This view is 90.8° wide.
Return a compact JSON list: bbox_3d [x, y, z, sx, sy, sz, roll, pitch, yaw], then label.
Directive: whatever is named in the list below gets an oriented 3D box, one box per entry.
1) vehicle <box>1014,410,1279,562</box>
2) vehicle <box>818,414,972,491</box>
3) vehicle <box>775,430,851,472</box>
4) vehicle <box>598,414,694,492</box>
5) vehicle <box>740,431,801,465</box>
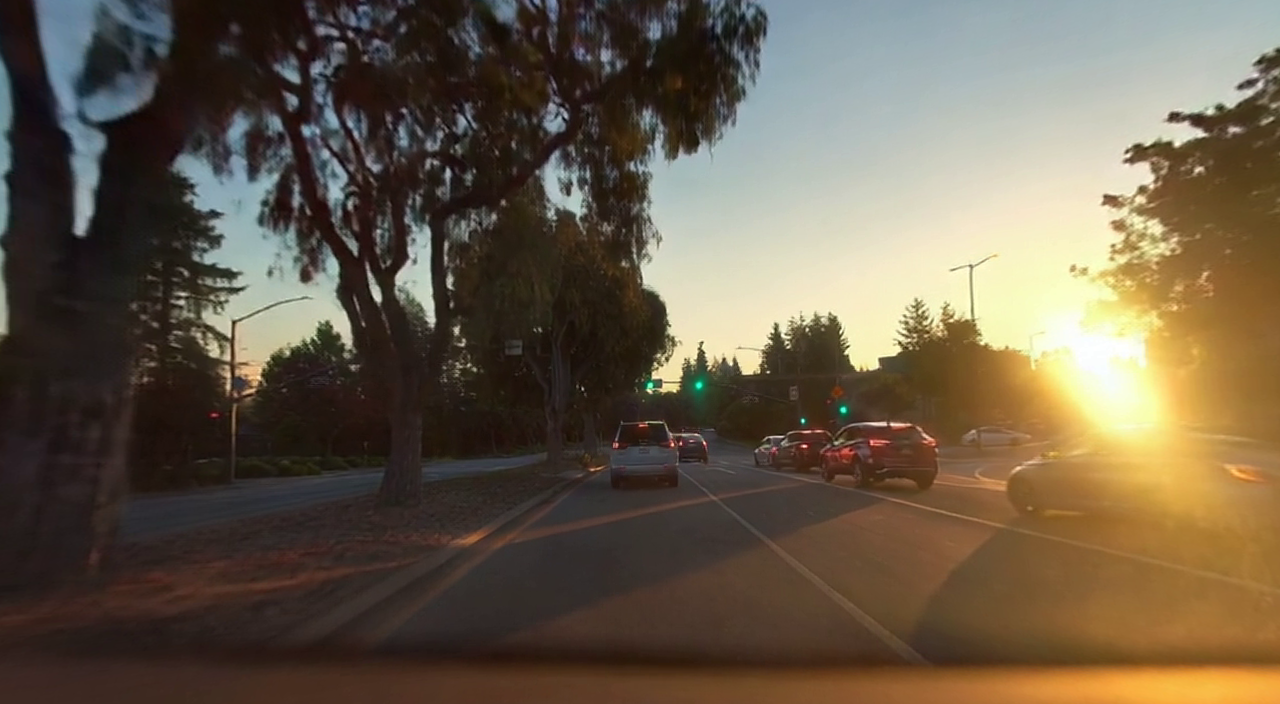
[{"bbox_3d":[7.374,1.630,8.265,2.004,1.504,4.836,0,-9,0],"label":"vehicle"},{"bbox_3d":[7.096,2.900,18.397,2.251,1.873,5.346,0,-9,0],"label":"vehicle"},{"bbox_3d":[7.345,4.261,27.283,2.025,1.642,4.189,0,-9,0],"label":"vehicle"},{"bbox_3d":[0.148,2.813,17.682,2.353,1.894,4.122,0,-9,0],"label":"vehicle"},{"bbox_3d":[7.341,5.482,36.181,2.440,1.775,4.791,0,-9,0],"label":"vehicle"}]
